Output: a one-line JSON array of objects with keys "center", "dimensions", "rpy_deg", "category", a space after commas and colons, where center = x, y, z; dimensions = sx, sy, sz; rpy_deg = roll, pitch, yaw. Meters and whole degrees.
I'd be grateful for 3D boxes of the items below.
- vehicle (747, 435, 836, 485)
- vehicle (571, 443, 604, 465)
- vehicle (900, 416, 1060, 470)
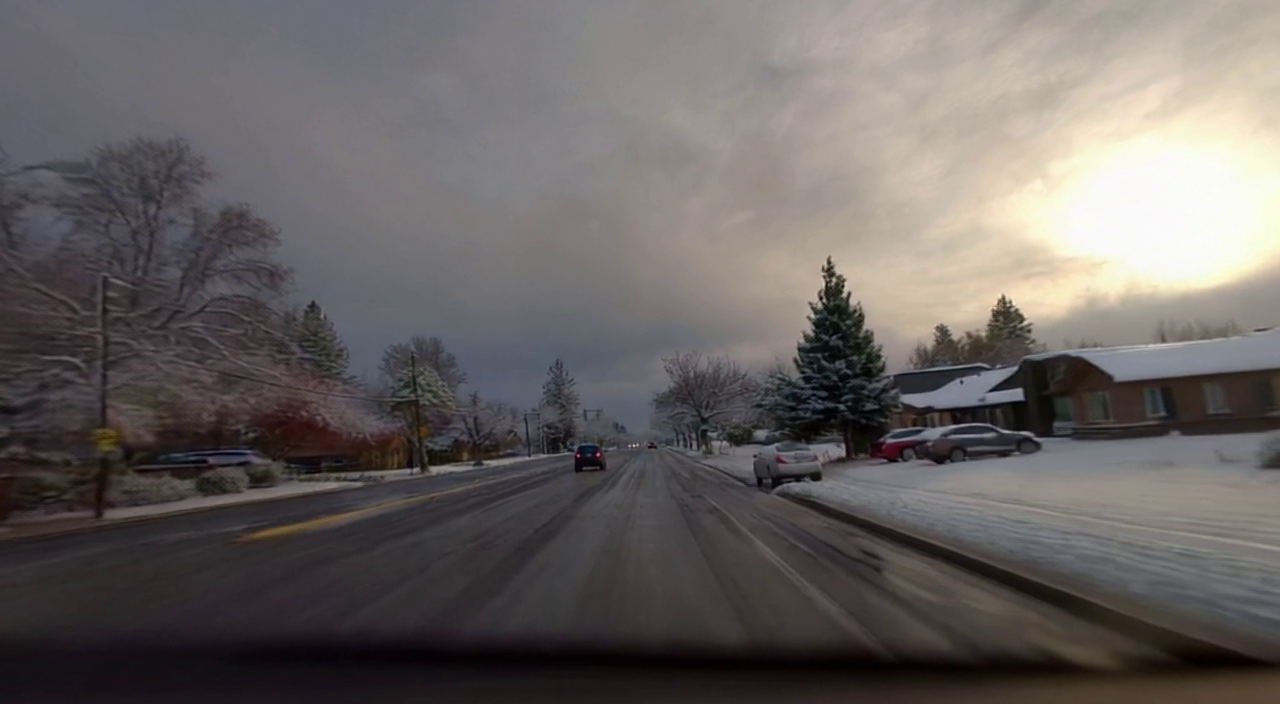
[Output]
[{"center": [5.168, 3.764, 22.187], "dimensions": [1.995, 1.546, 4.474], "rpy_deg": [0, -9, 0], "category": "vehicle"}, {"center": [-3.625, 7.165, 44.366], "dimensions": [1.973, 1.400, 3.915], "rpy_deg": [0, -9, 1], "category": "vehicle"}, {"center": [10.950, 2.977, 20.590], "dimensions": [4.037, 1.673, 1.983], "rpy_deg": [0, -9, 3], "category": "vehicle"}]
